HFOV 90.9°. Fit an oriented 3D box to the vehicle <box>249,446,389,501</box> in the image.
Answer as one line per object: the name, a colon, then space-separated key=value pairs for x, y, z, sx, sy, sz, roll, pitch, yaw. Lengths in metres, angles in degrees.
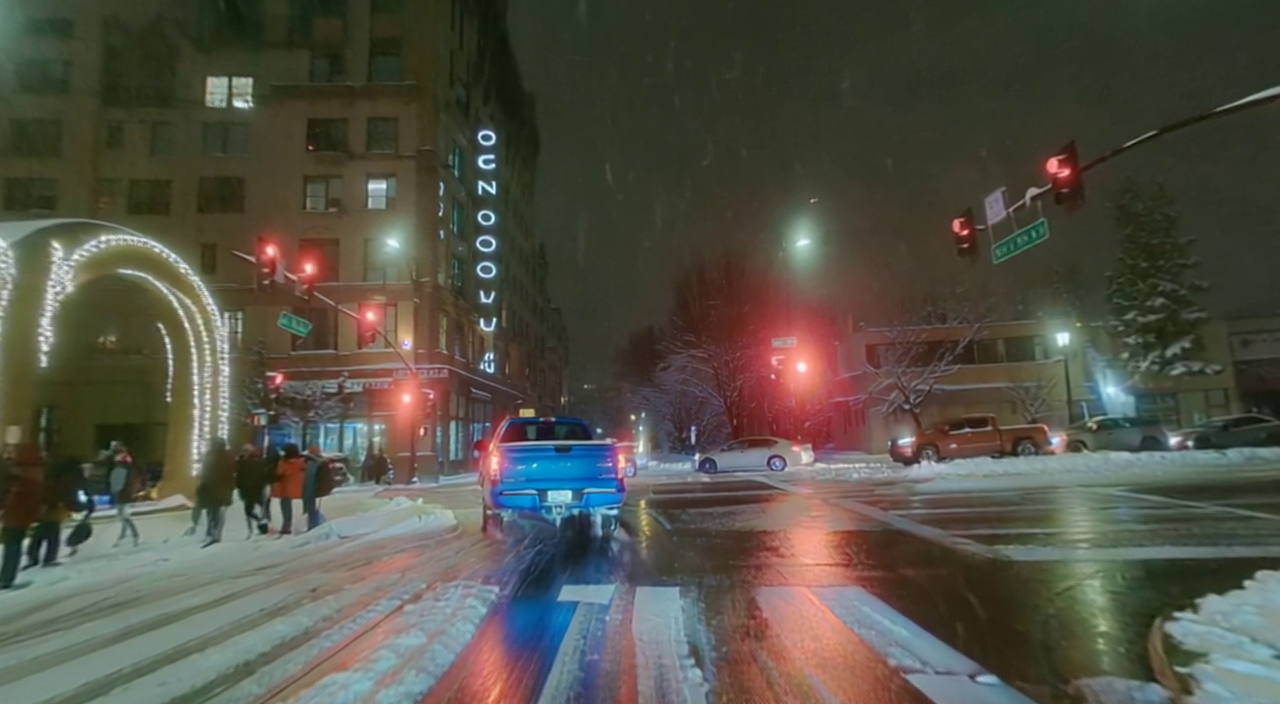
vehicle: x=-13.326 y=5.036 z=26.379 sx=4.799 sy=1.909 sz=2.011 roll=-3 pitch=-7 yaw=2

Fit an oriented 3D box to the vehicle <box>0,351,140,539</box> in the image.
vehicle: x=-22.287 y=2.548 z=17.467 sx=13.729 sy=4.662 sz=3.300 roll=0 pitch=-8 yaw=0

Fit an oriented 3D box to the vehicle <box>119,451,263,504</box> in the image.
vehicle: x=-18.689 y=5.216 z=26.411 sx=4.398 sy=2.057 sz=1.959 roll=0 pitch=-8 yaw=-1

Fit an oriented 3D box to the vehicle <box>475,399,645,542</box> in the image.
vehicle: x=-1.821 y=2.125 z=12.029 sx=2.477 sy=2.020 sz=5.534 roll=2 pitch=-9 yaw=-15

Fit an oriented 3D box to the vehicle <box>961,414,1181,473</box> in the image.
vehicle: x=11.558 y=2.485 z=17.155 sx=4.600 sy=1.506 sz=1.878 roll=0 pitch=-8 yaw=-1

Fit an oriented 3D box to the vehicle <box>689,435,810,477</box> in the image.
vehicle: x=4.223 y=4.094 z=24.932 sx=4.515 sy=1.583 sz=1.920 roll=-1 pitch=-8 yaw=3
